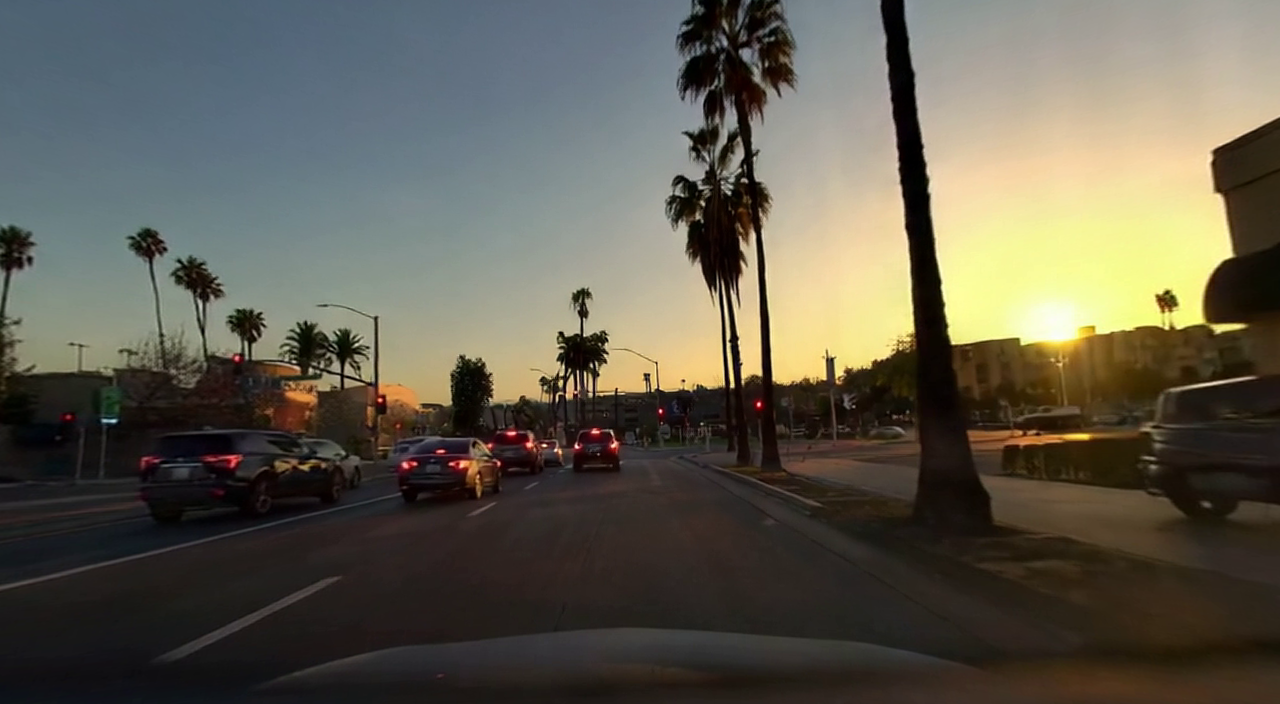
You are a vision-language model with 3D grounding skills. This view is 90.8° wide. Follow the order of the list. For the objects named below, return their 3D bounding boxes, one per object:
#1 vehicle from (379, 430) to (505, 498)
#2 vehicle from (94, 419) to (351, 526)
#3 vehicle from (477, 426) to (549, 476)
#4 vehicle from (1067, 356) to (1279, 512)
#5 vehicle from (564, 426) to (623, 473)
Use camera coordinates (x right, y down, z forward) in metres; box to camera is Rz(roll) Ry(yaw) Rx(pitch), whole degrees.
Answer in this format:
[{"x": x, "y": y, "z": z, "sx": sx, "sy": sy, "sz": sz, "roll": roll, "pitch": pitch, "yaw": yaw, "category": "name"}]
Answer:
[{"x": -5.139, "y": 2.973, "z": 17.178, "sx": 1.885, "sy": 1.567, "sz": 4.775, "roll": 0, "pitch": -9, "yaw": 0, "category": "vehicle"}, {"x": -8.494, "y": 2.494, "z": 13.668, "sx": 2.178, "sy": 1.864, "sz": 5.005, "roll": 0, "pitch": -9, "yaw": -1, "category": "vehicle"}, {"x": -5.179, "y": 4.126, "z": 26.462, "sx": 2.025, "sy": 1.862, "sz": 4.804, "roll": 0, "pitch": -9, "yaw": 0, "category": "vehicle"}, {"x": 9.467, "y": 1.194, "z": 9.224, "sx": 4.774, "sy": 1.975, "sz": 2.245, "roll": 0, "pitch": -9, "yaw": -2, "category": "vehicle"}, {"x": -1.816, "y": 4.003, "z": 26.058, "sx": 2.153, "sy": 1.759, "sz": 4.320, "roll": 0, "pitch": -9, "yaw": -1, "category": "vehicle"}]
